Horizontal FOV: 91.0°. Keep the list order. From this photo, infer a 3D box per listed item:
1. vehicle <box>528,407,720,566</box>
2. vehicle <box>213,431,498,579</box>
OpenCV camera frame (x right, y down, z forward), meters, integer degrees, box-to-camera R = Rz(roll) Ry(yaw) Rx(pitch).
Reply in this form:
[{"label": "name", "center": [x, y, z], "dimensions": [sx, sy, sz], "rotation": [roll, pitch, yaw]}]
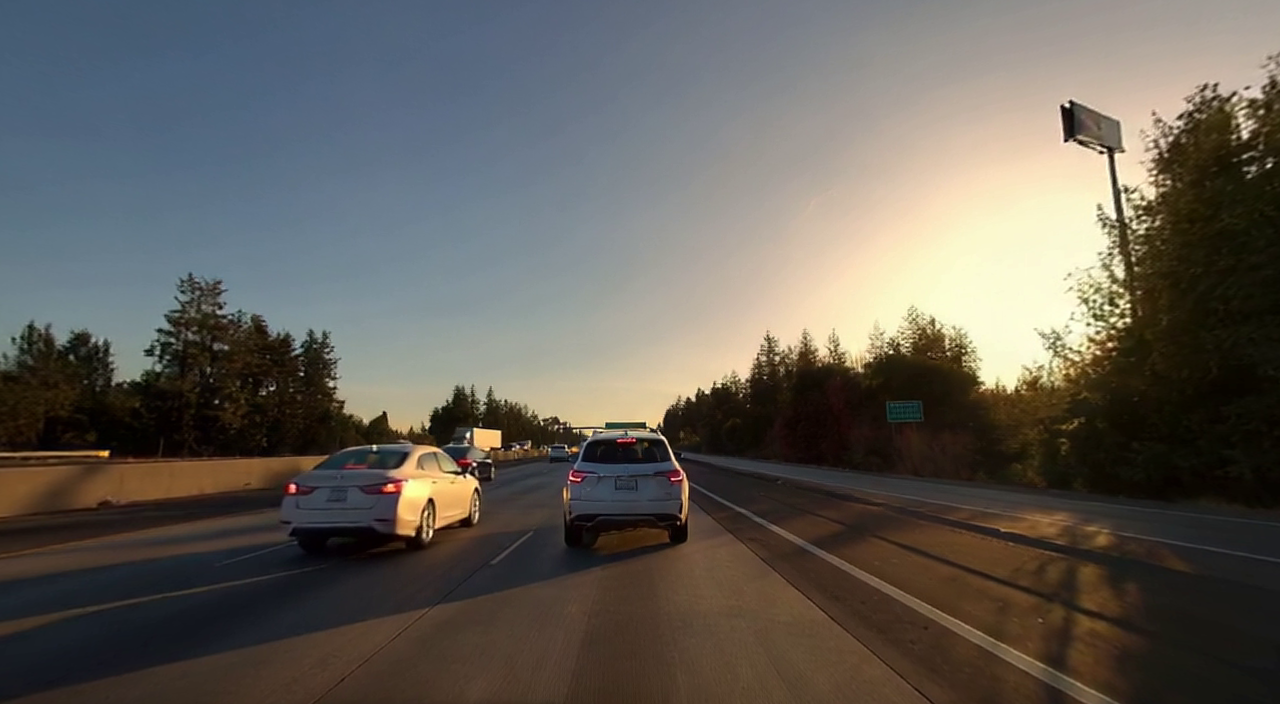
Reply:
[{"label": "vehicle", "center": [-0.223, 1.852, 9.462], "dimensions": [2.127, 1.749, 4.776], "rotation": [0, -9, -1]}, {"label": "vehicle", "center": [-3.483, 1.938, 8.868], "dimensions": [1.889, 1.522, 4.465], "rotation": [0, -9, 1]}]
